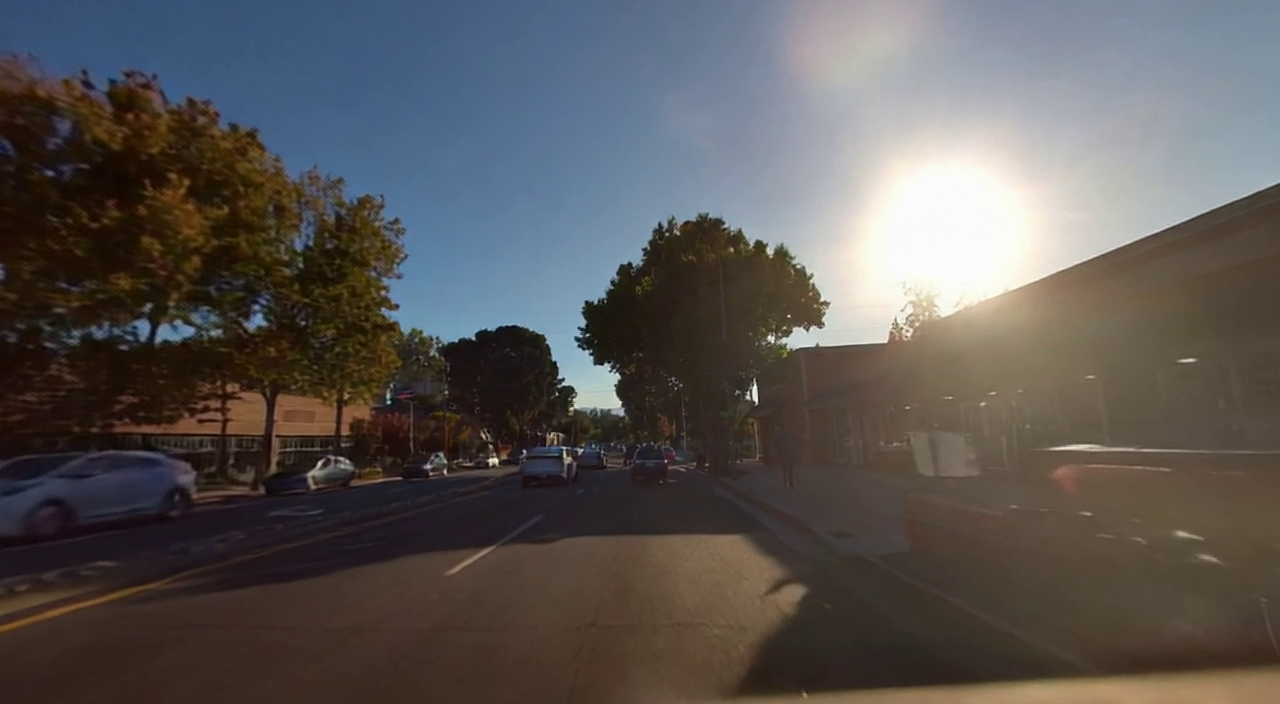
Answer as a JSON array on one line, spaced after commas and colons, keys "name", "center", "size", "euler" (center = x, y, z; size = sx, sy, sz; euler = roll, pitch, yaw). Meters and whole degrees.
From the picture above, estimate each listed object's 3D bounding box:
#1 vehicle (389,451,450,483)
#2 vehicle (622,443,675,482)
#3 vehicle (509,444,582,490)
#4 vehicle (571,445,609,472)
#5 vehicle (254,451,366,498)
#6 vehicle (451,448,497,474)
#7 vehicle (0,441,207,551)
[{"name": "vehicle", "center": [-12.808, 6.668, 36.986], "size": [1.936, 1.656, 4.284], "euler": [-2, -9, 2]}, {"name": "vehicle", "center": [0.281, 4.670, 26.853], "size": [2.085, 1.475, 3.976], "euler": [0, -9, -2]}, {"name": "vehicle", "center": [-3.289, 4.083, 22.771], "size": [1.921, 1.477, 4.083], "euler": [-1, -9, 1]}, {"name": "vehicle", "center": [-2.983, 6.483, 38.587], "size": [1.887, 1.517, 4.254], "euler": [-1, -9, 2]}, {"name": "vehicle", "center": [-13.946, 5.175, 27.102], "size": [2.050, 1.786, 4.633], "euler": [-1, -9, 3]}, {"name": "vehicle", "center": [-12.301, 8.102, 47.122], "size": [1.999, 1.755, 4.518], "euler": [-1, -9, 3]}, {"name": "vehicle", "center": [-10.914, 2.570, 11.887], "size": [2.175, 1.684, 4.475], "euler": [-1, -9, 3]}]
